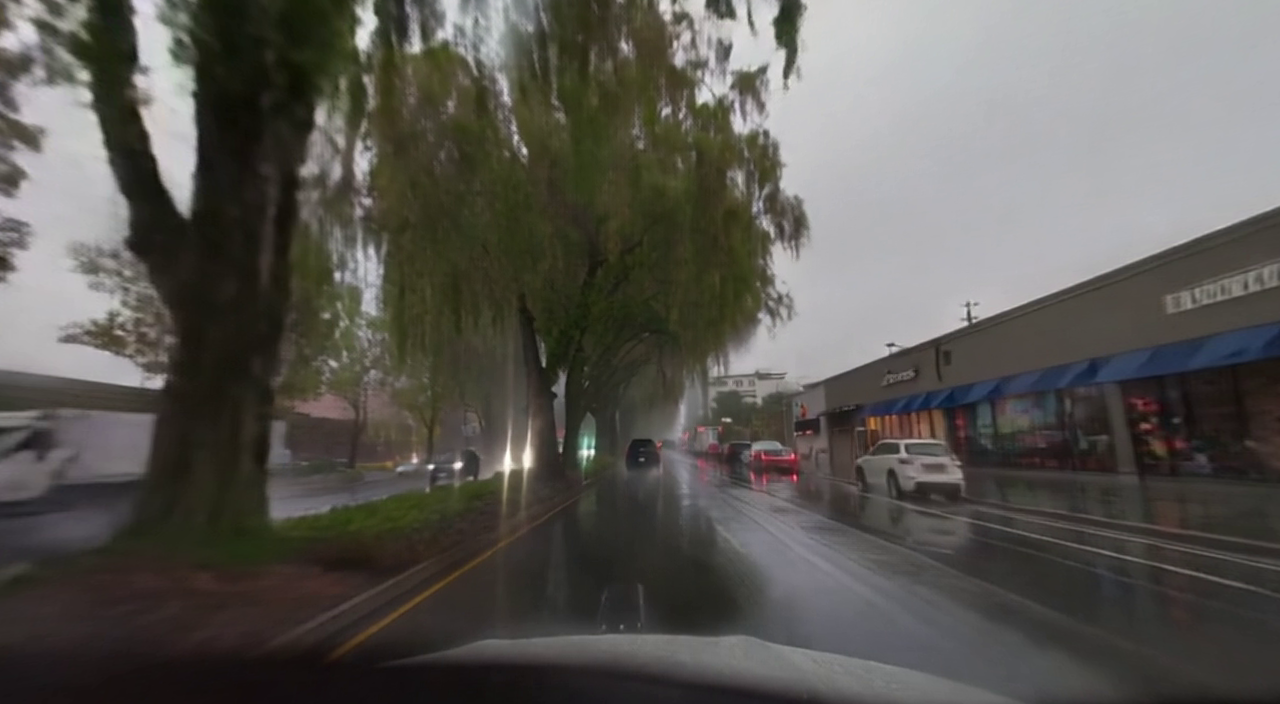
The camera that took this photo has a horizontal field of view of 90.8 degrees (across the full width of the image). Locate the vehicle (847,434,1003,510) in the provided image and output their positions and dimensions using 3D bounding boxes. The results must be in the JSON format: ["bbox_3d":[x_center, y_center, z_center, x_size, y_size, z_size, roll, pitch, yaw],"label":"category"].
[{"bbox_3d":[7.273,3.092,16.752,2.004,1.714,4.356,0,-9,-1],"label":"vehicle"}]

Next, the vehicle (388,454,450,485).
[{"bbox_3d":[-11.878,6.328,34.277,1.808,1.459,4.129,0,-9,1],"label":"vehicle"}]

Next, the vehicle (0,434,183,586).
[{"bbox_3d":[-8.128,1.864,7.719,1.977,1.669,4.387,0,-9,-4],"label":"vehicle"}]

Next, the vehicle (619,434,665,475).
[{"bbox_3d":[0.137,5.521,34.215,2.293,2.036,4.853,0,-9,1],"label":"vehicle"}]

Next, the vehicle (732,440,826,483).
[{"bbox_3d":[6.006,4.787,27.990,2.114,1.697,4.739,2,-9,-15],"label":"vehicle"}]

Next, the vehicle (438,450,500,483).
[{"bbox_3d":[-8.590,5.765,32.128,1.982,1.505,4.065,0,-9,1],"label":"vehicle"}]
